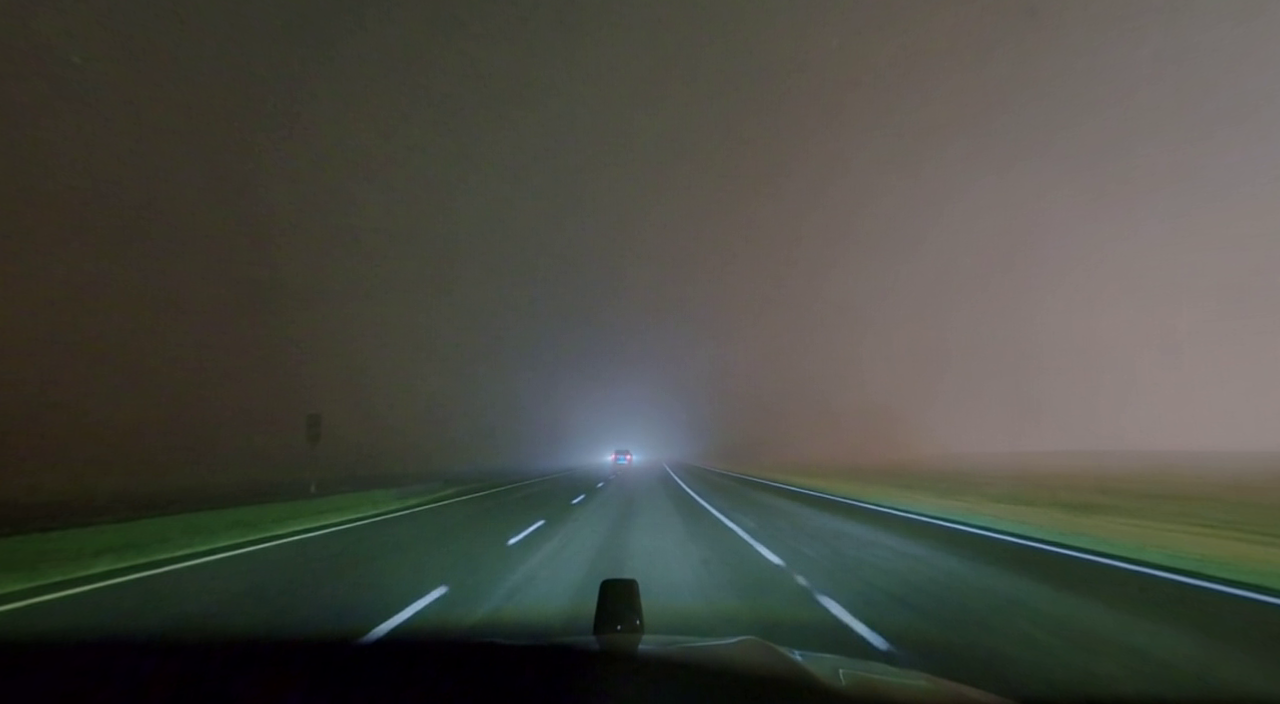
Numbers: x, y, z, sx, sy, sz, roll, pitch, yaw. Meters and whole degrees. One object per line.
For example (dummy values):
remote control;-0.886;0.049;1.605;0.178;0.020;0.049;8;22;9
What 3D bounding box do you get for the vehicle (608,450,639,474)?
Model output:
vehicle;-1.143;7.909;45.558;2.053;1.647;4.252;0;-9;2
